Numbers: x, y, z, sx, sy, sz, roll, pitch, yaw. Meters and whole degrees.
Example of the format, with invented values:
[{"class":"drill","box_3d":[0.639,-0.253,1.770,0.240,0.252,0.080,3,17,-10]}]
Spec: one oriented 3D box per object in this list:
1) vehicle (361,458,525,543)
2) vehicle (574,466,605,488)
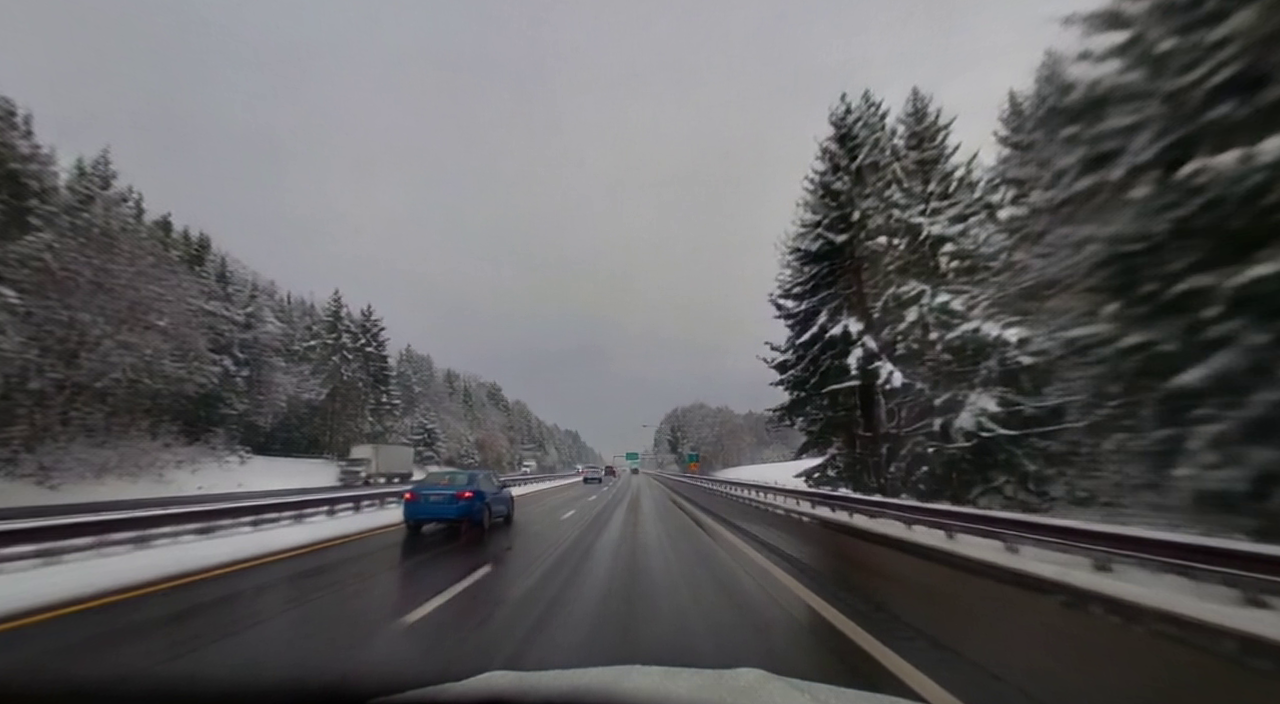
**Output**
[{"class":"vehicle","box_3d":[-3.943,3.081,13.561,1.995,1.467,4.467,1,-10,1]},{"class":"vehicle","box_3d":[-3.680,9.241,46.662,1.954,1.509,4.094,1,-11,0]}]
